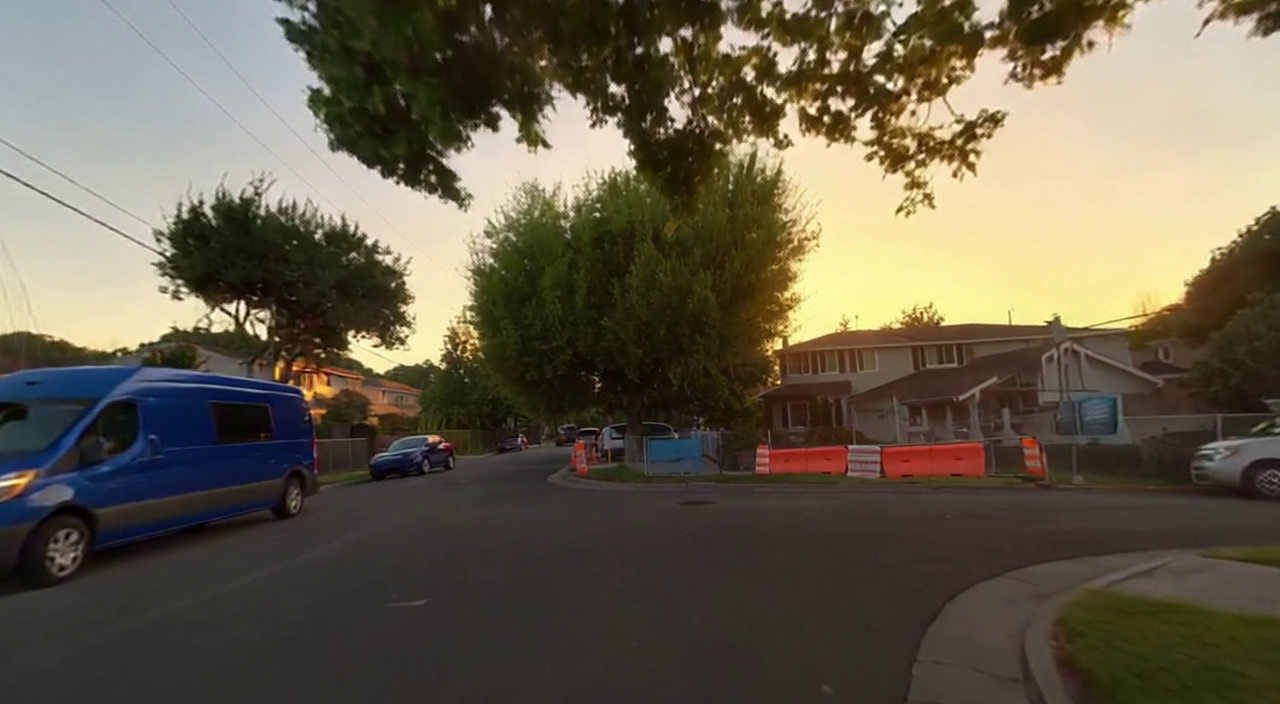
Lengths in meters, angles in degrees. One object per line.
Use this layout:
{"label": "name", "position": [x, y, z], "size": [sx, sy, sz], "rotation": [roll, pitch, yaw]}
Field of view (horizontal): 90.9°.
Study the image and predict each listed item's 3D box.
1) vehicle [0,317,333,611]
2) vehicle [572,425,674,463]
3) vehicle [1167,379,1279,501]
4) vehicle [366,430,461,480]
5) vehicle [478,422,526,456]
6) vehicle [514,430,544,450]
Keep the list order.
{"label": "vehicle", "position": [-6.868, 1.346, 8.671], "size": [2.284, 2.500, 7.006], "rotation": [-2, -6, -4]}
{"label": "vehicle", "position": [-0.632, 3.759, 25.917], "size": [1.827, 1.436, 4.070], "rotation": [-8, -11, 44]}
{"label": "vehicle", "position": [11.887, 1.427, 10.243], "size": [4.624, 1.924, 2.005], "rotation": [-4, -9, 28]}
{"label": "vehicle", "position": [-7.634, 3.493, 21.709], "size": [1.899, 1.524, 4.082], "rotation": [0, -8, -2]}
{"label": "vehicle", "position": [-8.412, 5.322, 38.782], "size": [2.042, 1.937, 4.960], "rotation": [0, -8, -2]}
{"label": "vehicle", "position": [-8.672, 6.884, 49.500], "size": [1.765, 1.493, 4.130], "rotation": [0, -8, -2]}
